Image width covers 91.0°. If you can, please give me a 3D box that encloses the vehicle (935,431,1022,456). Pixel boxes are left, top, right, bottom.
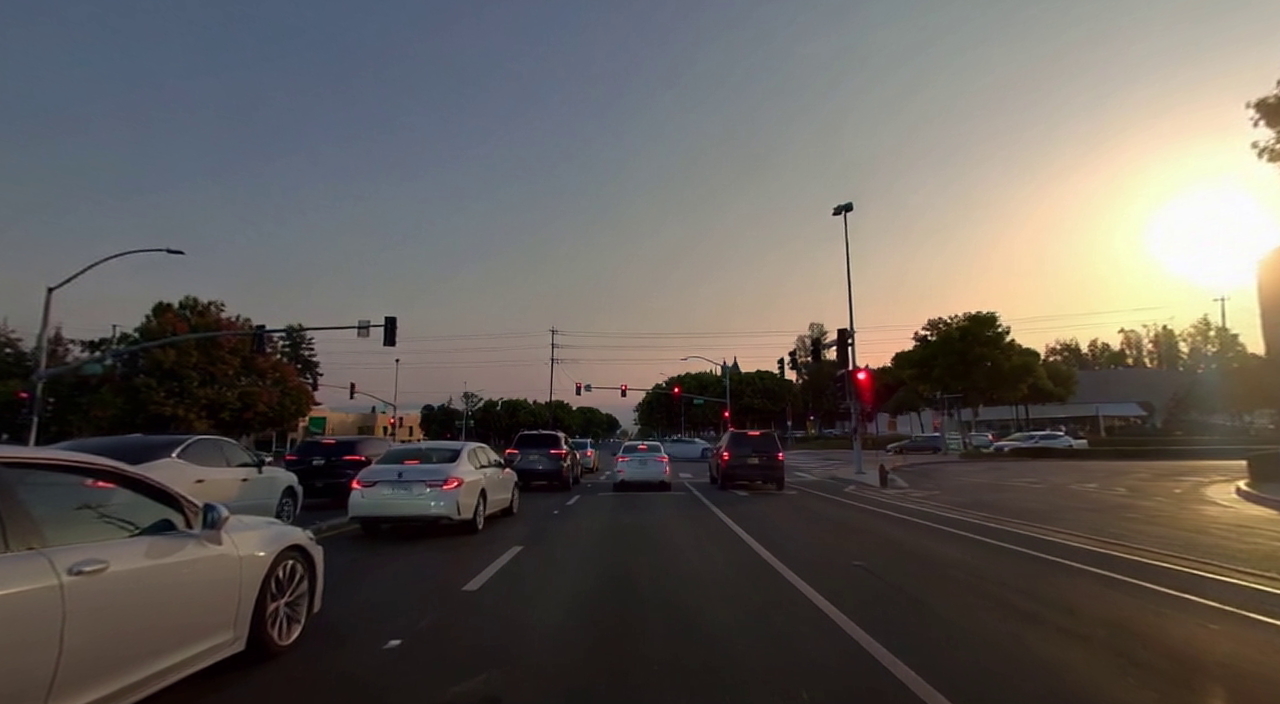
[{"bbox_3d":[23.341,6.341,43.546,4.781,1.700,1.986,0,-9,1],"label":"vehicle"}]

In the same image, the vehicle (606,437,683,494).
[{"bbox_3d":[0.148,3.325,18.712,2.032,1.499,3.994,0,-9,1],"label":"vehicle"}]

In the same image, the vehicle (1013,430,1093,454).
[{"bbox_3d":[30.602,6.696,46.736,4.432,1.680,1.932,0,-9,2],"label":"vehicle"}]

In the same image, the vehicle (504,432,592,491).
[{"bbox_3d":[-2.804,3.479,20.230,2.072,1.694,4.070,0,-9,2],"label":"vehicle"}]

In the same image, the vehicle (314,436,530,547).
[{"bbox_3d":[-3.320,2.215,10.688,2.014,1.472,4.357,0,-9,1],"label":"vehicle"}]

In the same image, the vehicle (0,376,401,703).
[{"bbox_3d":[-3.087,0.933,2.526,2.249,1.517,4.951,0,-9,1],"label":"vehicle"}]

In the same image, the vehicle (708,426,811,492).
[{"bbox_3d":[3.366,3.141,18.735,2.076,1.691,4.402,0,-9,-2],"label":"vehicle"}]
